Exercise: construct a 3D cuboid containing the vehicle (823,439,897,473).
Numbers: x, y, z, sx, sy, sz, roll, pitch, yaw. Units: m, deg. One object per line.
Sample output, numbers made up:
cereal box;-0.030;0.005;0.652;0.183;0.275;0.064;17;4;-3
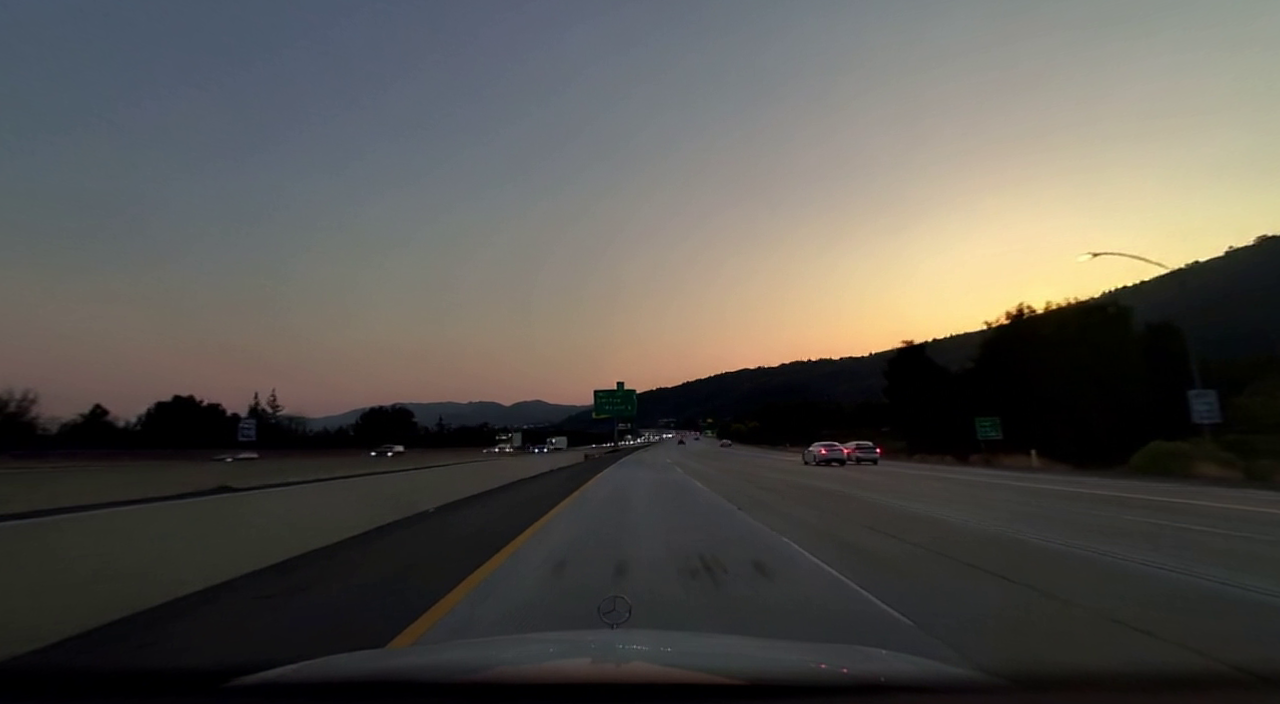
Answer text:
vehicle;11.253;5.344;32.727;2.229;1.599;4.253;0;-8;-1
